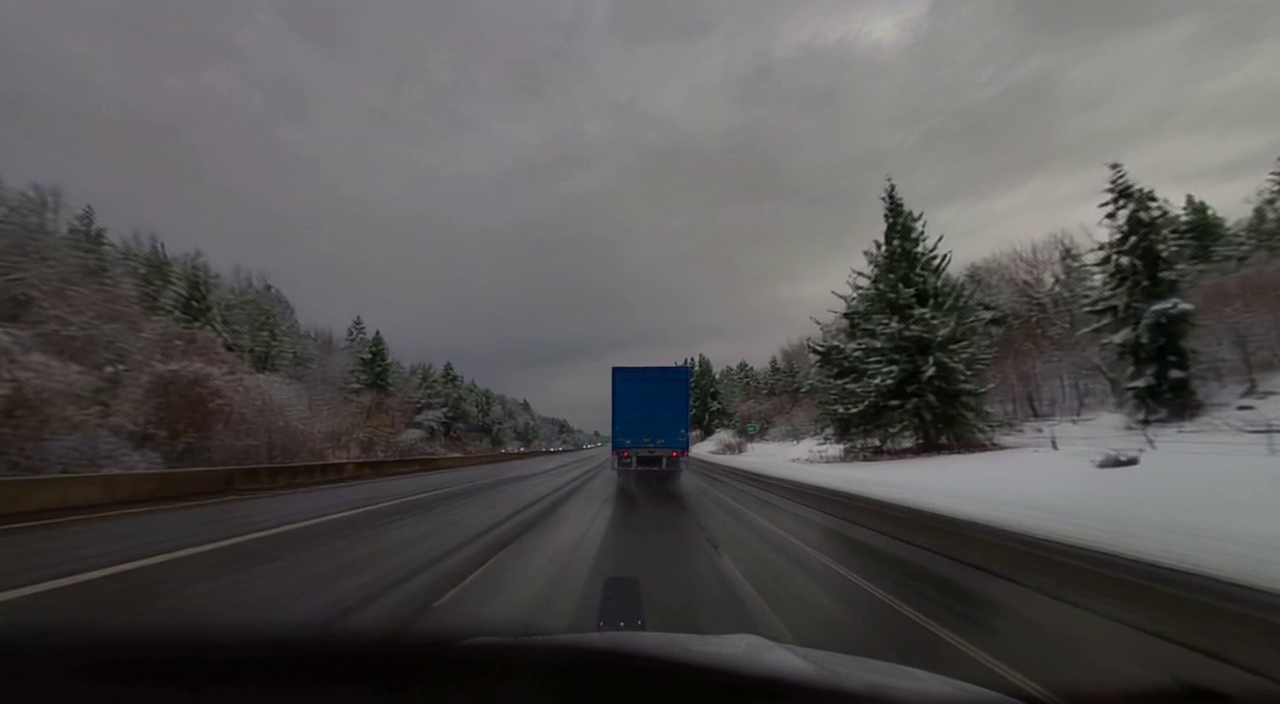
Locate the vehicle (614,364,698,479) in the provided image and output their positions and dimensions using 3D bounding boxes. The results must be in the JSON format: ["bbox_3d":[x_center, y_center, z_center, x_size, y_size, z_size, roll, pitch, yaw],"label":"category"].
[{"bbox_3d":[0.492,3.169,27.003,2.898,3.973,10.063,0,-9,-1],"label":"vehicle"}]
